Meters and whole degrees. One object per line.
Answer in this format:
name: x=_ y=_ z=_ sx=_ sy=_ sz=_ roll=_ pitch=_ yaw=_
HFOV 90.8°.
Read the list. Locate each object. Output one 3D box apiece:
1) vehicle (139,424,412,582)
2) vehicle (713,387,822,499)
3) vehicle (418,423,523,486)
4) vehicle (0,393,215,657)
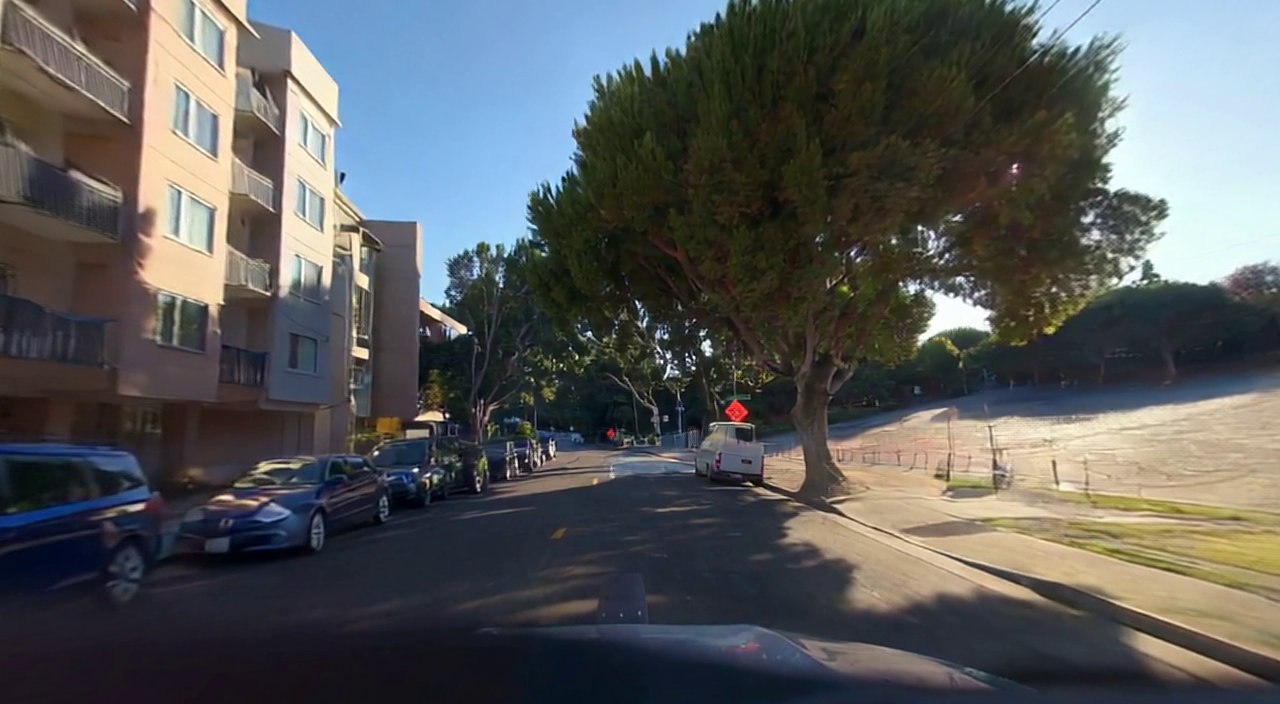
vehicle: x=-5.312 y=2.114 z=10.028 sx=1.837 sy=1.499 sz=4.443 roll=-2 pitch=-2 yaw=-1
vehicle: x=3.664 y=2.414 z=17.805 sx=1.961 sy=2.656 sz=3.047 roll=0 pitch=-1 yaw=35
vehicle: x=-5.391 y=3.339 z=20.824 sx=2.004 sy=1.845 sz=4.509 roll=-1 pitch=-8 yaw=3
vehicle: x=-5.298 y=1.268 z=4.415 sx=1.824 sy=1.664 sz=4.344 roll=-1 pitch=0 yaw=-2
